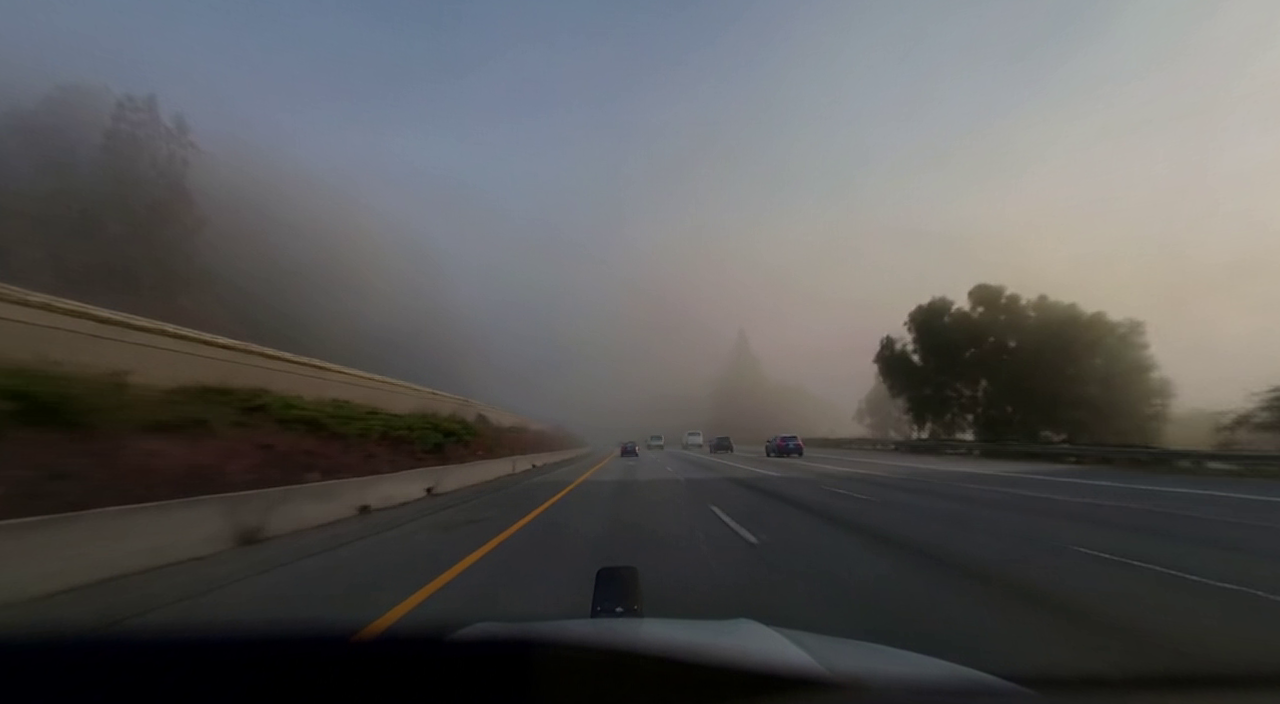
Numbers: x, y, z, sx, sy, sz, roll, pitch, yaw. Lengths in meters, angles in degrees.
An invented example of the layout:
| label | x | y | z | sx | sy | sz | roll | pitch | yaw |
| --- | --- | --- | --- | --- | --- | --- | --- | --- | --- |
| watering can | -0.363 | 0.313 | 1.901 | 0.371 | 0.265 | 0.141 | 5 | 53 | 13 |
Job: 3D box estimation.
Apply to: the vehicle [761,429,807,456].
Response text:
| label | x | y | z | sx | sy | sz | roll | pitch | yaw |
| --- | --- | --- | --- | --- | --- | --- | --- | --- | --- |
| vehicle | 10.009 | 6.365 | 44.101 | 2.077 | 1.763 | 4.472 | 0 | -8 | -2 |
